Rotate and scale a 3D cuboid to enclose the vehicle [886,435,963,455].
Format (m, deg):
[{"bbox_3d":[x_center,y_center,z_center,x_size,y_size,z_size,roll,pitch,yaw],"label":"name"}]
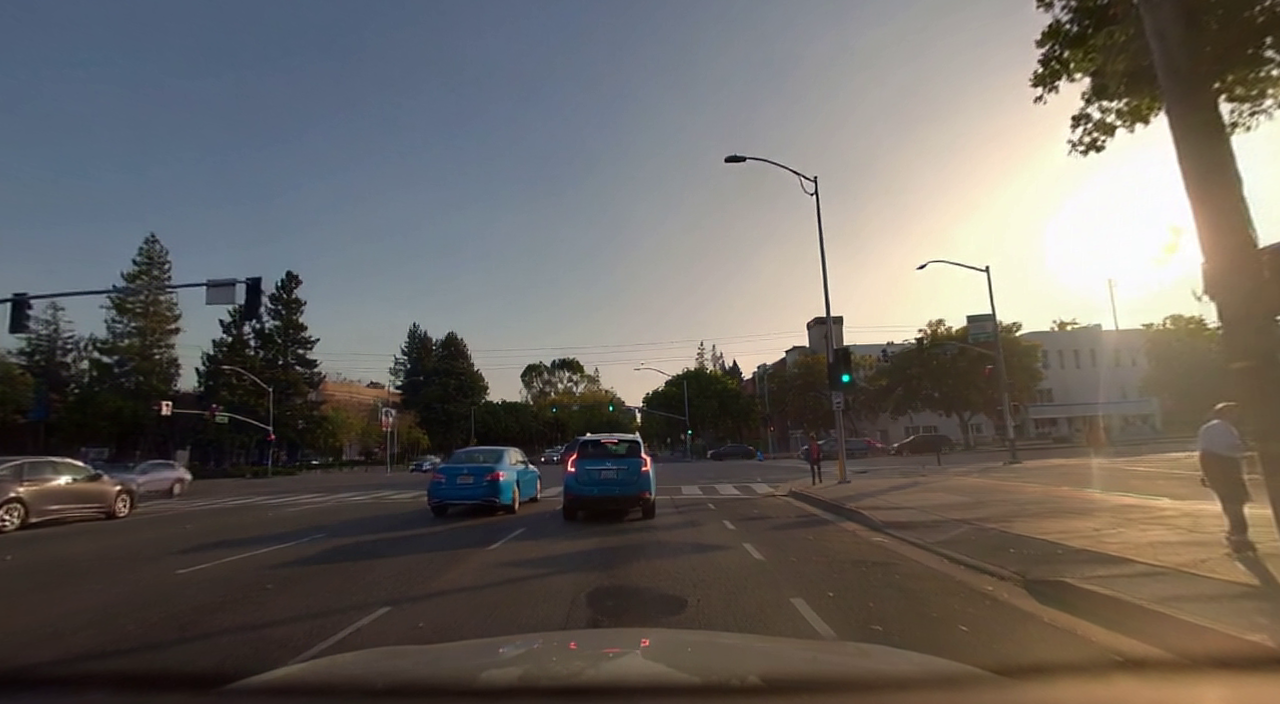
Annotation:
[{"bbox_3d":[20.767,6.830,46.255,4.700,1.417,1.789,0,-8,1],"label":"vehicle"}]

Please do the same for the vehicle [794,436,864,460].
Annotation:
[{"bbox_3d":[13.875,7.054,46.544,4.524,1.681,1.823,0,-8,-1],"label":"vehicle"}]

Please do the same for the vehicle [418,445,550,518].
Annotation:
[{"bbox_3d":[-3.552,3.016,15.317,2.003,1.492,4.291,0,-8,2],"label":"vehicle"}]

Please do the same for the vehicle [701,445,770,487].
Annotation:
[{"bbox_3d":[3.870,4.436,24.993,1.976,1.462,4.342,-3,-9,18],"label":"vehicle"}]

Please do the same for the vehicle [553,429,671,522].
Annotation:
[{"bbox_3d":[-0.504,2.621,13.985,2.210,1.722,4.215,0,-8,1],"label":"vehicle"}]

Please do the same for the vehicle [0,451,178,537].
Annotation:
[{"bbox_3d":[-13.477,3.126,14.580,1.995,1.626,4.592,0,-8,2],"label":"vehicle"}]
